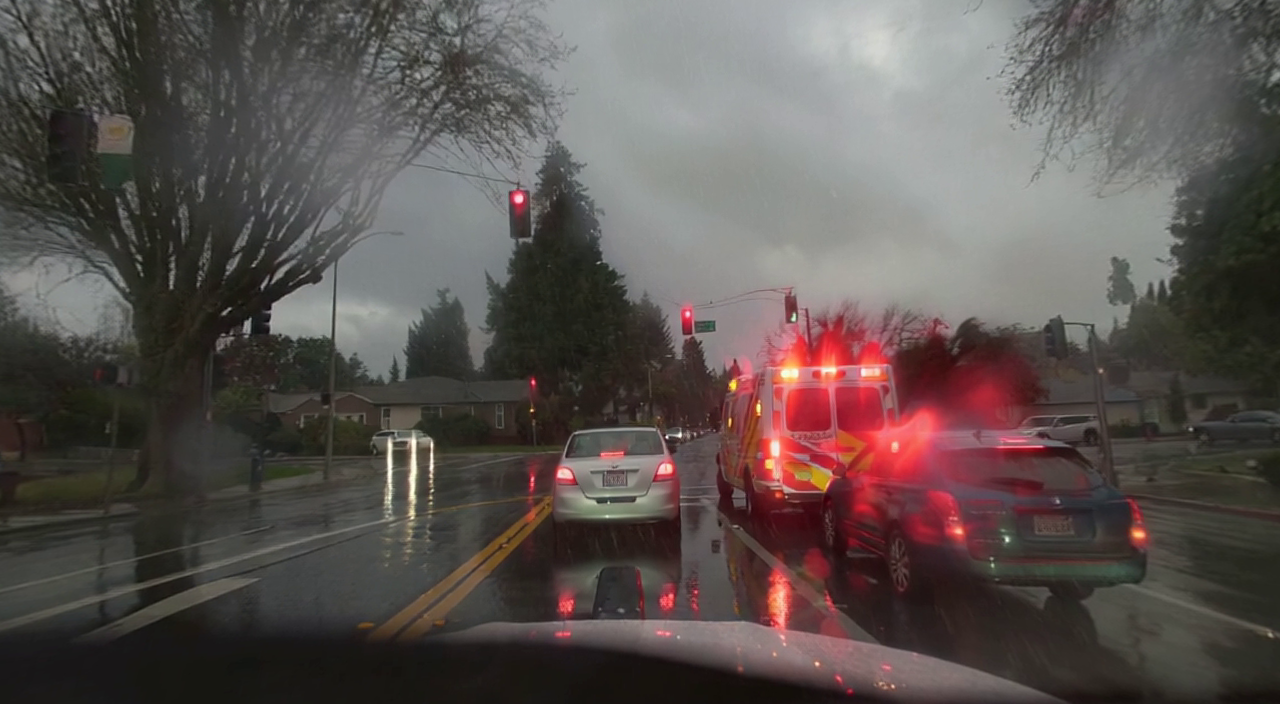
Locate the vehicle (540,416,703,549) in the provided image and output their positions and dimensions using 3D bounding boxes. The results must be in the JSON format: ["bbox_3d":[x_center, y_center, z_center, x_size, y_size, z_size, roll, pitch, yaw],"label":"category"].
[{"bbox_3d":[-0.281,1.975,10.183,2.114,1.707,3.725,0,-8,-1],"label":"vehicle"}]

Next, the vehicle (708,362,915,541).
[{"bbox_3d":[2.886,1.892,12.367,2.406,2.687,5.521,0,-8,-1],"label":"vehicle"}]

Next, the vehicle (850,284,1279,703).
[{"bbox_3d":[2.850,0.895,2.850,2.194,1.820,4.652,0,-8,0],"label":"vehicle"}]

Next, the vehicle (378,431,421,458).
[{"bbox_3d":[-17.742,6.879,46.861,2.246,1.880,4.454,1,-9,-12],"label":"vehicle"}]
